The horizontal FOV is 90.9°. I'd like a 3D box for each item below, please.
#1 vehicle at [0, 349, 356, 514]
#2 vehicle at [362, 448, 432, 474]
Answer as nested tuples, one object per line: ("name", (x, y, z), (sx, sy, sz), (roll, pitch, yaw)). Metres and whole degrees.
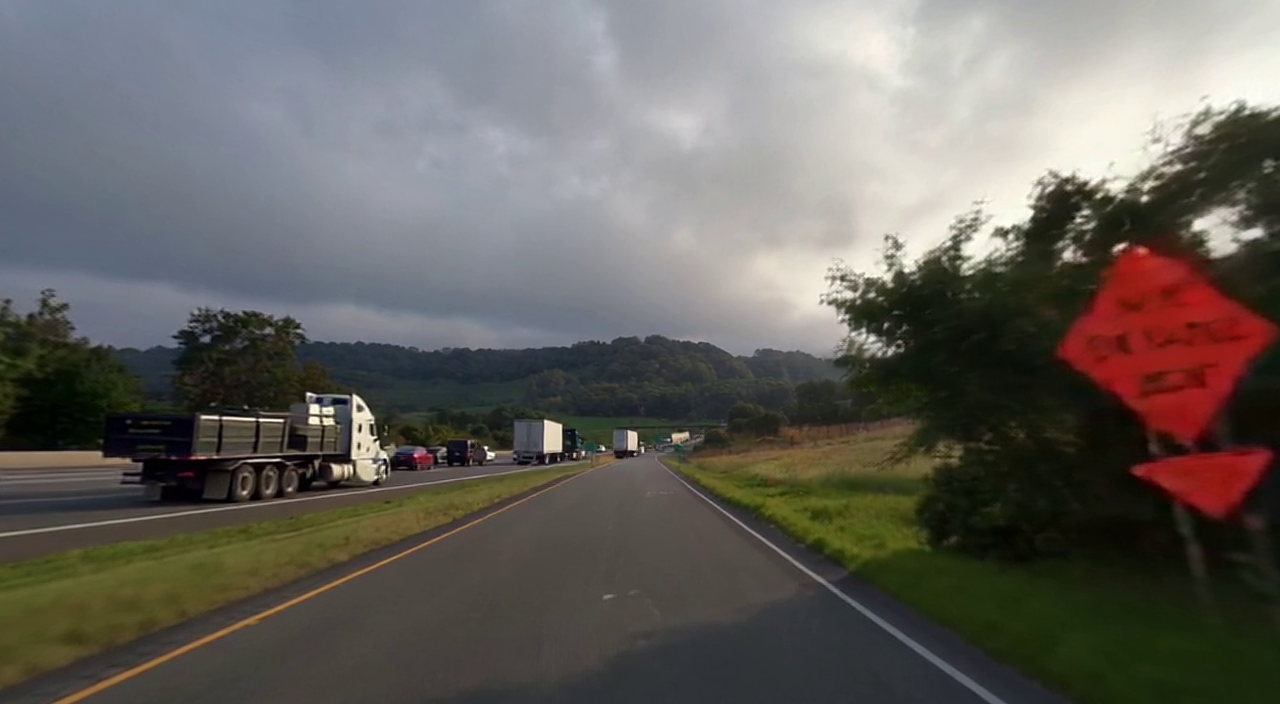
("vehicle", (-13.348, 2.631, 19.698), (2.745, 3.617, 11.590), (-1, -9, 4))
("vehicle", (-14.916, 6.720, 38.968), (1.925, 1.493, 4.864), (-1, -9, 6))
